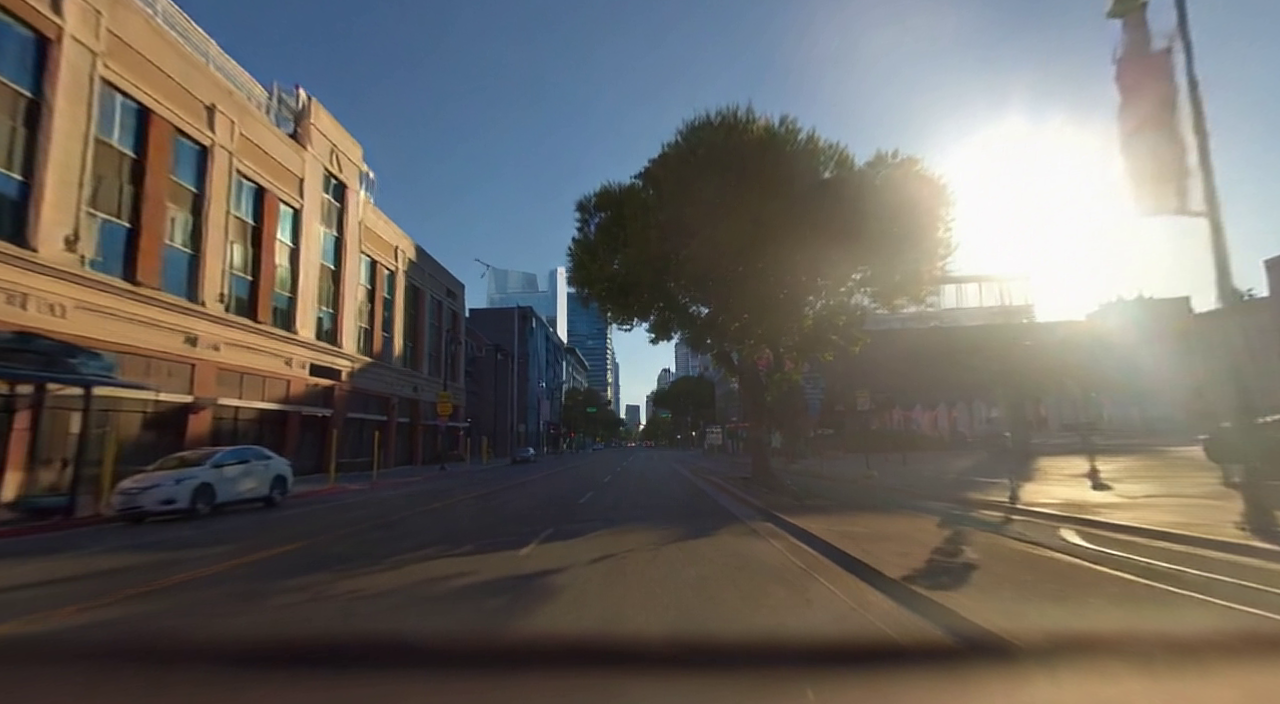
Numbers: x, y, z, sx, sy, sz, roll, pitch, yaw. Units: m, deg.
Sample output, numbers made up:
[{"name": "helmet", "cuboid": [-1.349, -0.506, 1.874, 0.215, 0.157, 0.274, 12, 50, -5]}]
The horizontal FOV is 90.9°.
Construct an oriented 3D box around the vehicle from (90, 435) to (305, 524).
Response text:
[{"name": "vehicle", "cuboid": [-10.781, 3.063, 15.944, 2.060, 1.796, 4.675, -1, -7, 0]}]
